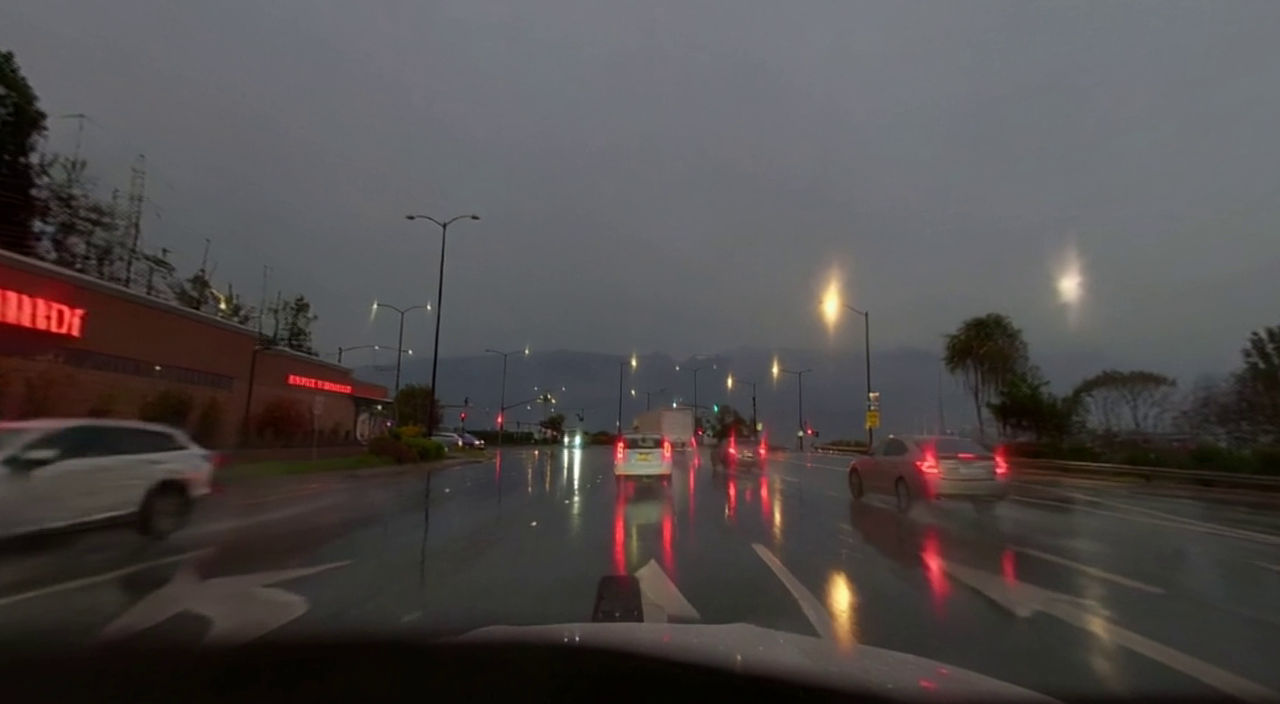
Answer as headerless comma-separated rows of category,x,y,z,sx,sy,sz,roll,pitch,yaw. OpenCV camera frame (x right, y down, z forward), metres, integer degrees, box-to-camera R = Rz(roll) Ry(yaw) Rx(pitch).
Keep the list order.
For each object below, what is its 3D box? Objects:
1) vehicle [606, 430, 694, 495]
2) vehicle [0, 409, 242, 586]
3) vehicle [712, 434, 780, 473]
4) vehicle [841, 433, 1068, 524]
vehicle,0.233,2.750,16.122,1.991,1.472,3.518,0,-8,0
vehicle,-6.426,1.352,6.188,1.980,1.499,4.417,0,-8,3
vehicle,4.258,4.118,25.939,1.889,1.480,3.876,1,-8,-4
vehicle,5.822,2.365,12.558,2.081,1.434,4.833,0,-8,1
